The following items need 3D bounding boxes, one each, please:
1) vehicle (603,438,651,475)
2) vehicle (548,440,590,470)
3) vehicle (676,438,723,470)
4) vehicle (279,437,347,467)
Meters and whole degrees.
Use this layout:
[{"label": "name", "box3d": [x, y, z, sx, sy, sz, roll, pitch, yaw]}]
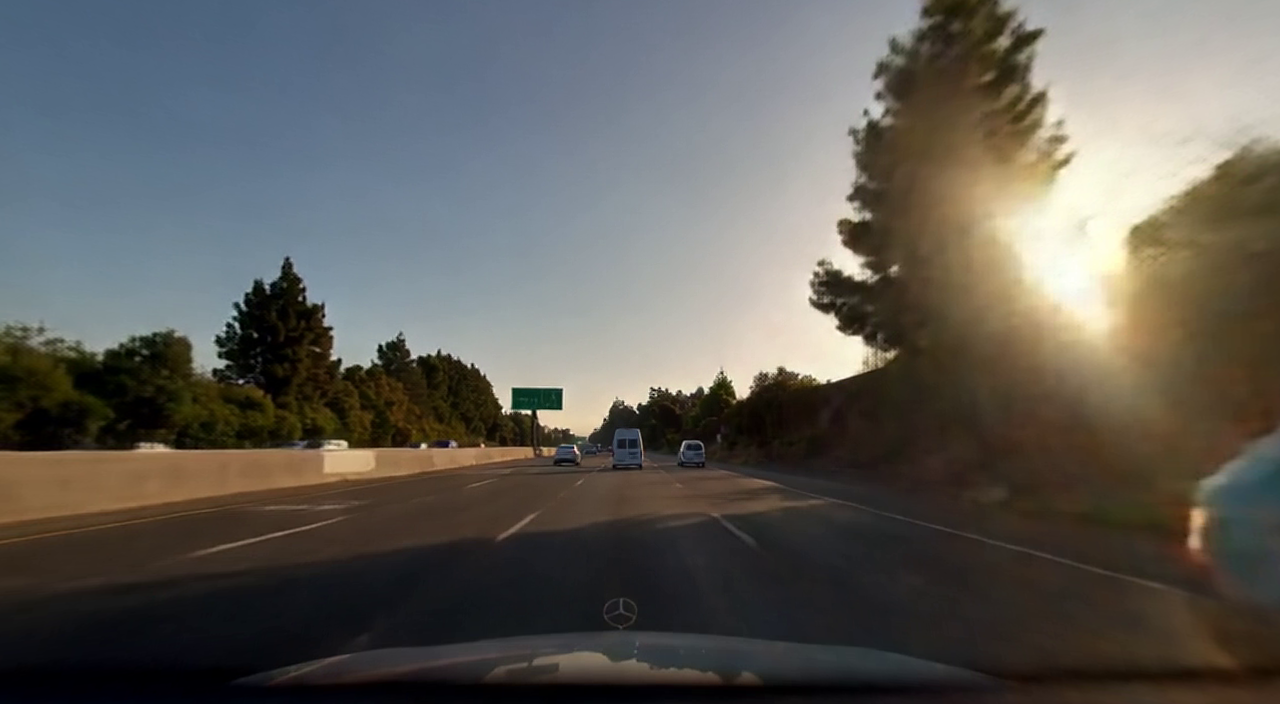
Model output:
[{"label": "vehicle", "box3d": [-0.651, 5.373, 32.759, 2.297, 1.783, 4.355, 0, -8, -1]}, {"label": "vehicle", "box3d": [-4.224, 6.182, 38.120, 2.023, 1.709, 4.263, 0, -8, 1]}, {"label": "vehicle", "box3d": [3.353, 5.866, 36.544, 2.160, 1.759, 4.214, 0, -8, -2]}, {"label": "vehicle", "box3d": [-17.882, 5.488, 34.762, 1.875, 1.527, 3.520, 0, -8, -1]}]
